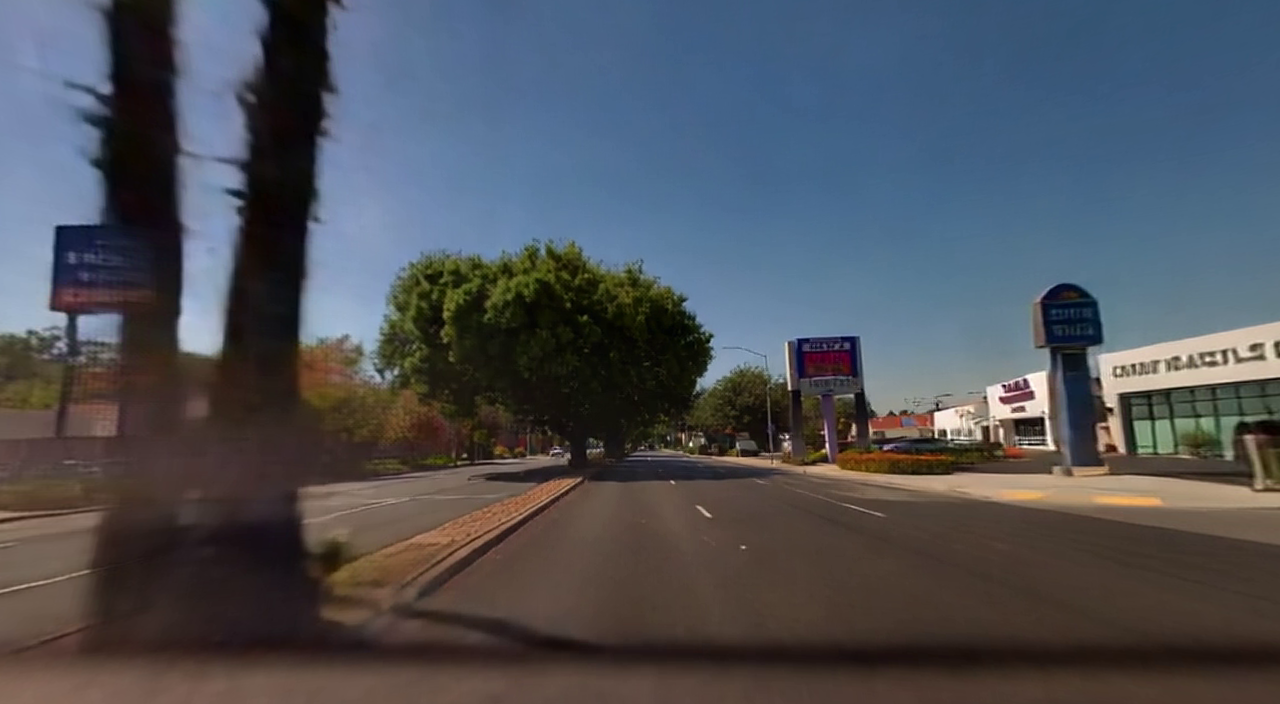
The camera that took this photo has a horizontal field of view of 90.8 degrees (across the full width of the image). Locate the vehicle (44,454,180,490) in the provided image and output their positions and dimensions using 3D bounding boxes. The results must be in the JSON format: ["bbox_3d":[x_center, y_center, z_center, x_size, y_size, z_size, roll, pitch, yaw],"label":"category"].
[{"bbox_3d":[-27.782,6.315,33.480,4.922,1.751,2.195,3,-9,-16],"label":"vehicle"}]
